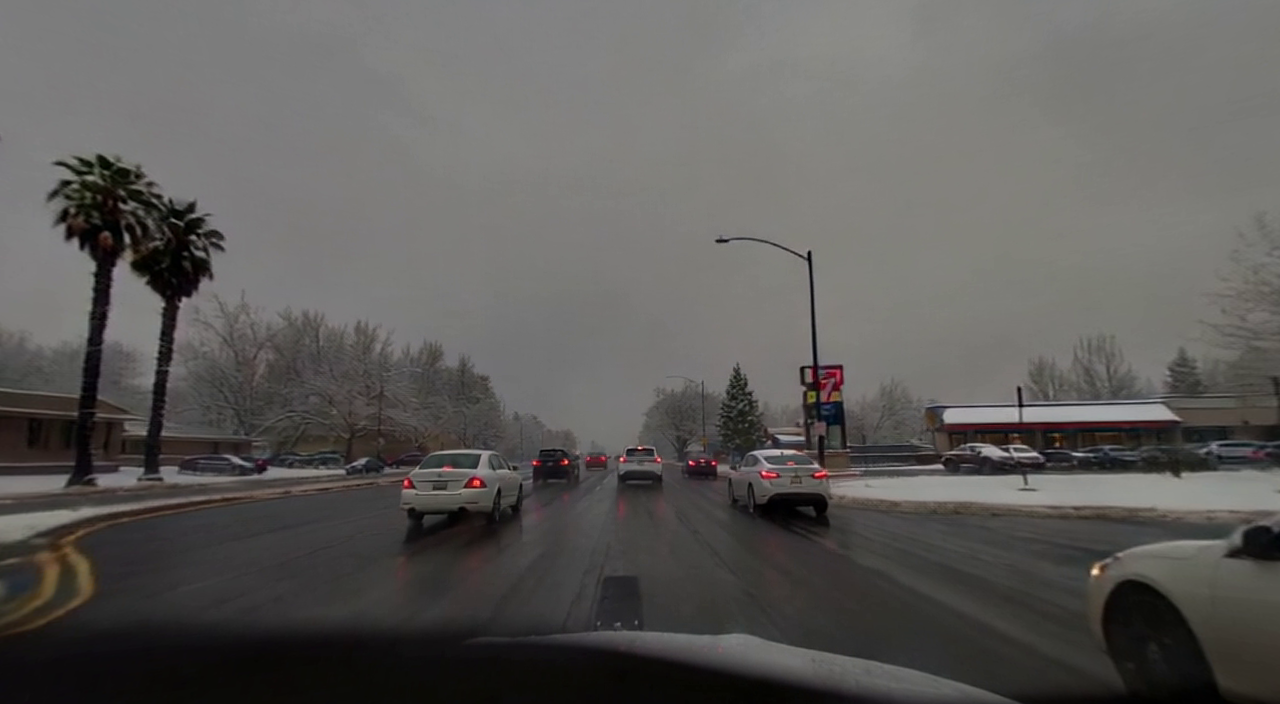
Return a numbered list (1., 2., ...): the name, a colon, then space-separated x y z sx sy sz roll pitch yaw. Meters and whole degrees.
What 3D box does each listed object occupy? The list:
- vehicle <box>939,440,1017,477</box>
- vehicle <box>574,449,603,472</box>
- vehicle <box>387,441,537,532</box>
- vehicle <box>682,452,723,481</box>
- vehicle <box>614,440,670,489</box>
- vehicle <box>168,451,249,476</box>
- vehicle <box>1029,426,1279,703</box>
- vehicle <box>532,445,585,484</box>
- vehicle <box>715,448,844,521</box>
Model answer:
1. vehicle: 18.367 5.784 34.447 1.905 1.833 4.347 0 -8 2
2. vehicle: -3.937 8.321 48.447 1.871 1.673 3.920 0 -8 0
3. vehicle: -3.331 2.575 12.681 1.864 1.505 4.202 0 -8 -1
4. vehicle: 3.496 6.505 35.916 1.880 1.476 3.932 0 -8 -1
5. vehicle: 0.046 4.687 26.511 2.164 1.867 4.254 0 -8 -1
6. vehicle: -30.301 7.823 44.277 4.123 1.648 2.053 0 -9 0
7. vehicle: 3.687 0.968 2.152 1.867 1.448 4.436 0 -8 0
8. vehicle: -3.818 5.326 30.156 1.932 1.695 4.235 0 -8 0
9. vehicle: 3.204 3.129 15.491 1.977 1.480 4.589 0 -8 -2
